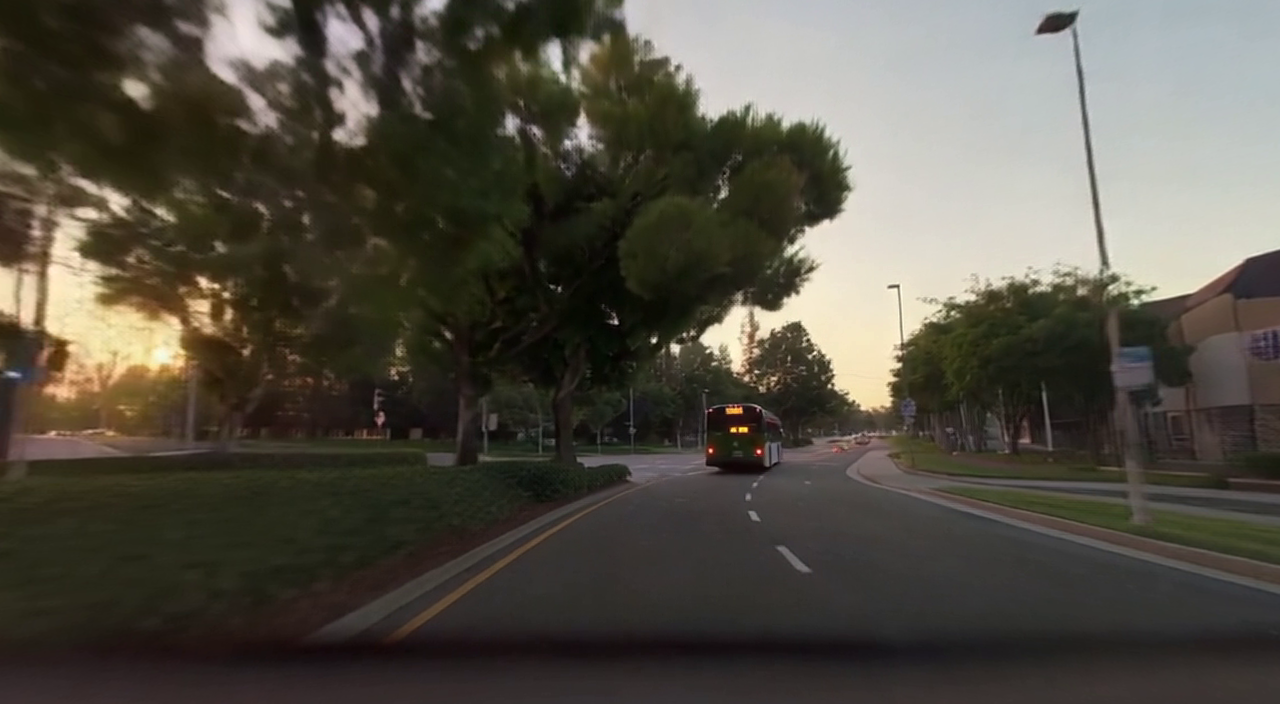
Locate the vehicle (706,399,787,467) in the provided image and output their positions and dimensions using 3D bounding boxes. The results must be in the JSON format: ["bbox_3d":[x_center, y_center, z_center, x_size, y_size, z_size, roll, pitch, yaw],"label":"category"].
[{"bbox_3d":[6.622,4.948,37.436,3.031,3.429,11.005,-3,-9,18],"label":"vehicle"}]
